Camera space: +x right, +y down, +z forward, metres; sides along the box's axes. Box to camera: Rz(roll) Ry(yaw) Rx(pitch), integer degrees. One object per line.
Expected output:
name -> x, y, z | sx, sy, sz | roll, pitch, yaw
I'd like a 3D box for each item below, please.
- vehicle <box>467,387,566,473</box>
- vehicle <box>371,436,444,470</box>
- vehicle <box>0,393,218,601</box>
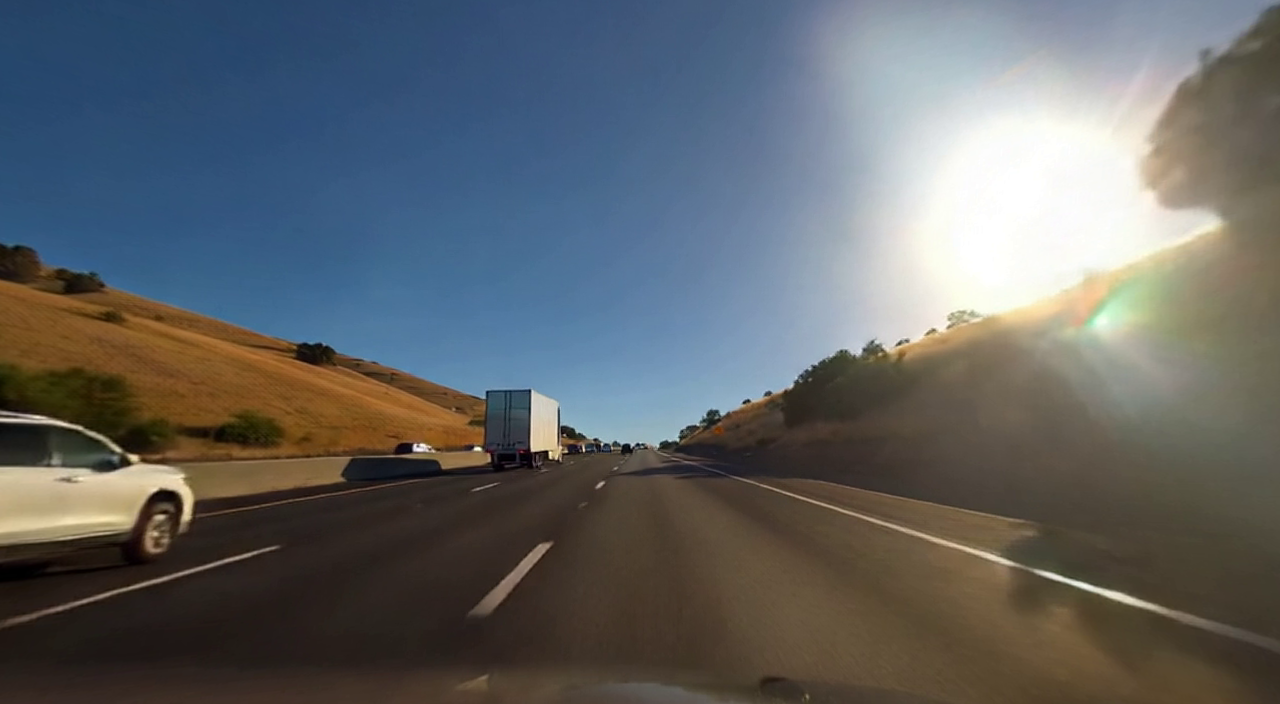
vehicle -> -6.289, 4.365, 34.190 | 2.981, 3.860, 11.022 | 0, -8, 1
vehicle -> -13.699, 5.952, 37.362 | 2.130, 1.828, 5.523 | 0, -8, 1
vehicle -> -6.442, 1.278, 5.711 | 2.099, 1.734, 4.413 | 0, -8, 0
